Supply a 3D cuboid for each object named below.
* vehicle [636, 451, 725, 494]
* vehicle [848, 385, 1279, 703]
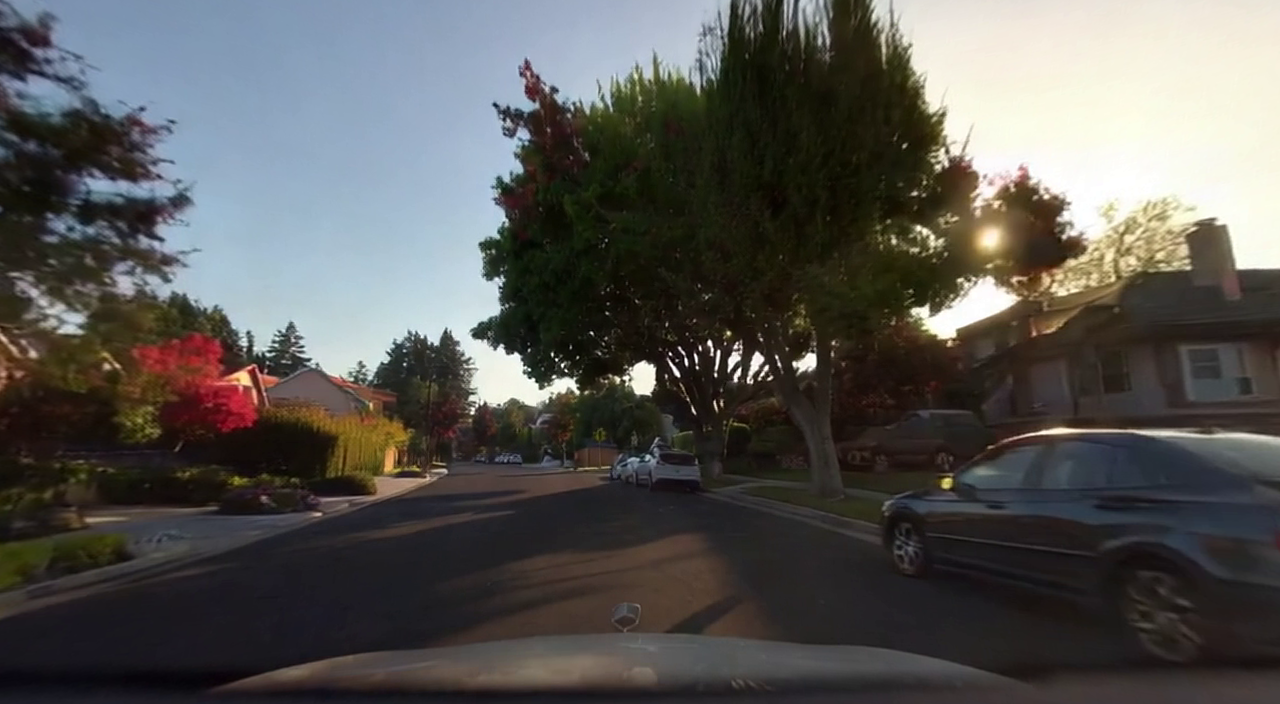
[{"bbox_3d":[1.459,4.705,25.099,2.193,1.504,4.576,2,-9,-15],"label":"vehicle"},{"bbox_3d":[4.081,1.410,5.628,2.111,1.771,4.942,1,-9,-9],"label":"vehicle"}]
